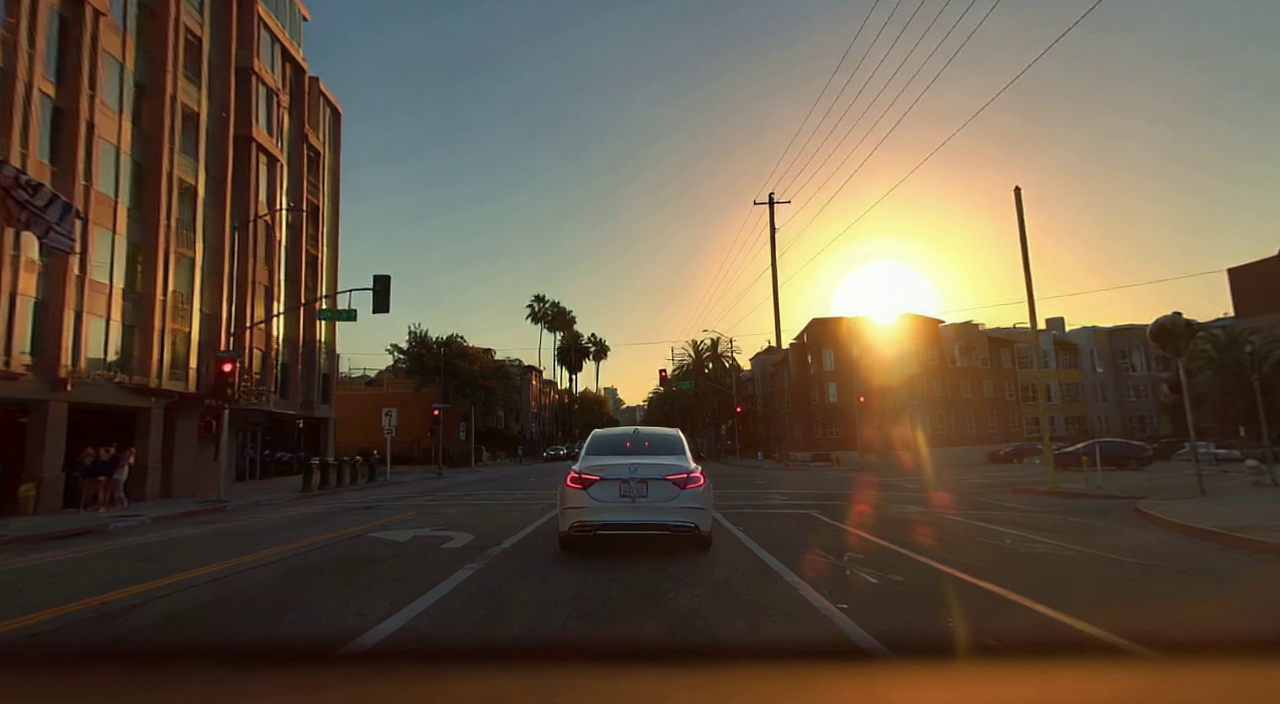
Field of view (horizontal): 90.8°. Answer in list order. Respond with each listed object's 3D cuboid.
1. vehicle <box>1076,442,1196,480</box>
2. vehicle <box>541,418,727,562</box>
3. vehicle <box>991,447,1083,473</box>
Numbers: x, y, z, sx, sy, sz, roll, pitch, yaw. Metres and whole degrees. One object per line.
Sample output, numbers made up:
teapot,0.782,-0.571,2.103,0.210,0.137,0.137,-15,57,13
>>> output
vehicle,22.154,4.839,28.258,4.118,1.593,2.004,2,-9,-14
vehicle,-0.073,1.874,9.238,2.144,1.643,3.770,0,-8,0
vehicle,24.227,6.591,38.682,4.417,1.462,1.761,0,-8,-1
